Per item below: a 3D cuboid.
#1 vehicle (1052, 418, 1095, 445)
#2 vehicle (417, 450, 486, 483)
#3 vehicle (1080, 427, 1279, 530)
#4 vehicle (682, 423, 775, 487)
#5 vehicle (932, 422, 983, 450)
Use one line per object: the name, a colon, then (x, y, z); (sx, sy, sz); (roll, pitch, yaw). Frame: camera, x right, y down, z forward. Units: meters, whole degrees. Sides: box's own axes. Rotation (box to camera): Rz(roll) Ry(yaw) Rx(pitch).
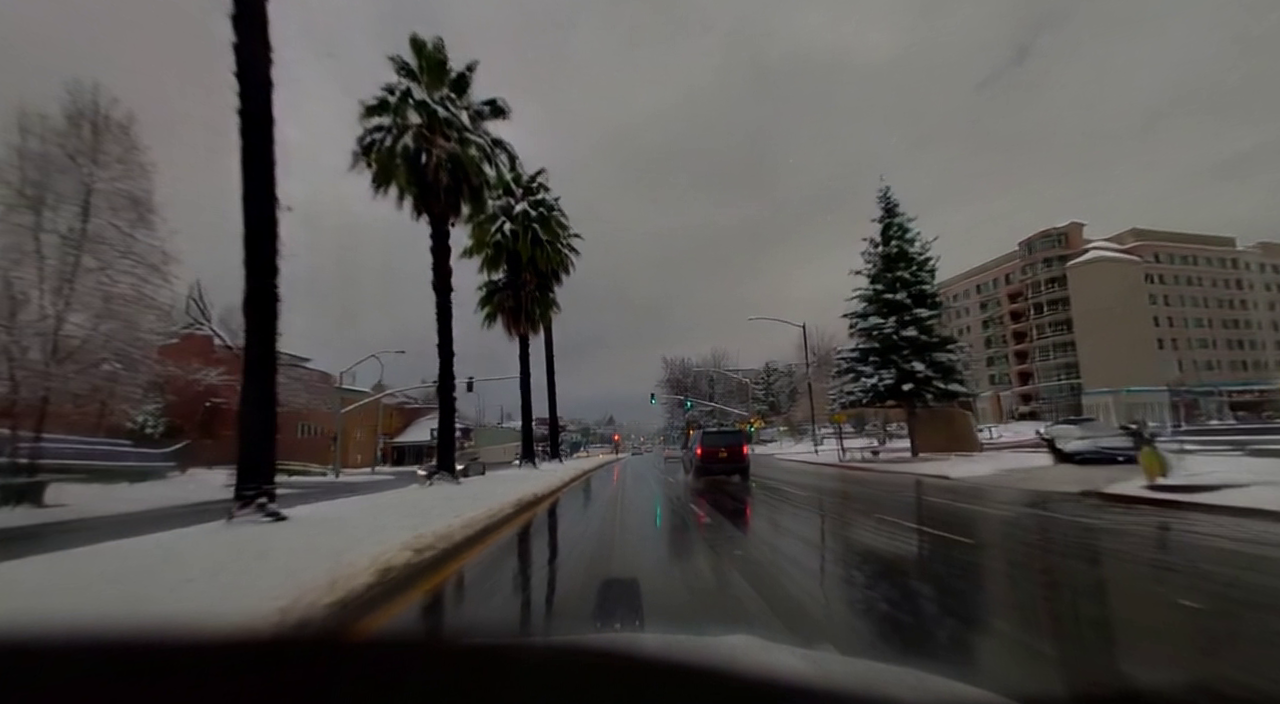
vehicle: (31.060, 5.771, 45.401); (2.266, 1.854, 4.776); (-5, -10, 32)
vehicle: (-9.110, 5.553, 30.934); (1.975, 1.471, 4.604); (0, -9, 0)
vehicle: (10.196, 2.050, 10.584); (1.989, 1.472, 5.054); (0, -9, 0)
vehicle: (3.010, 3.721, 23.092); (2.559, 2.017, 5.562); (0, -9, 0)
vehicle: (19.406, 5.176, 38.514); (2.100, 1.626, 4.450); (-6, -10, 33)
